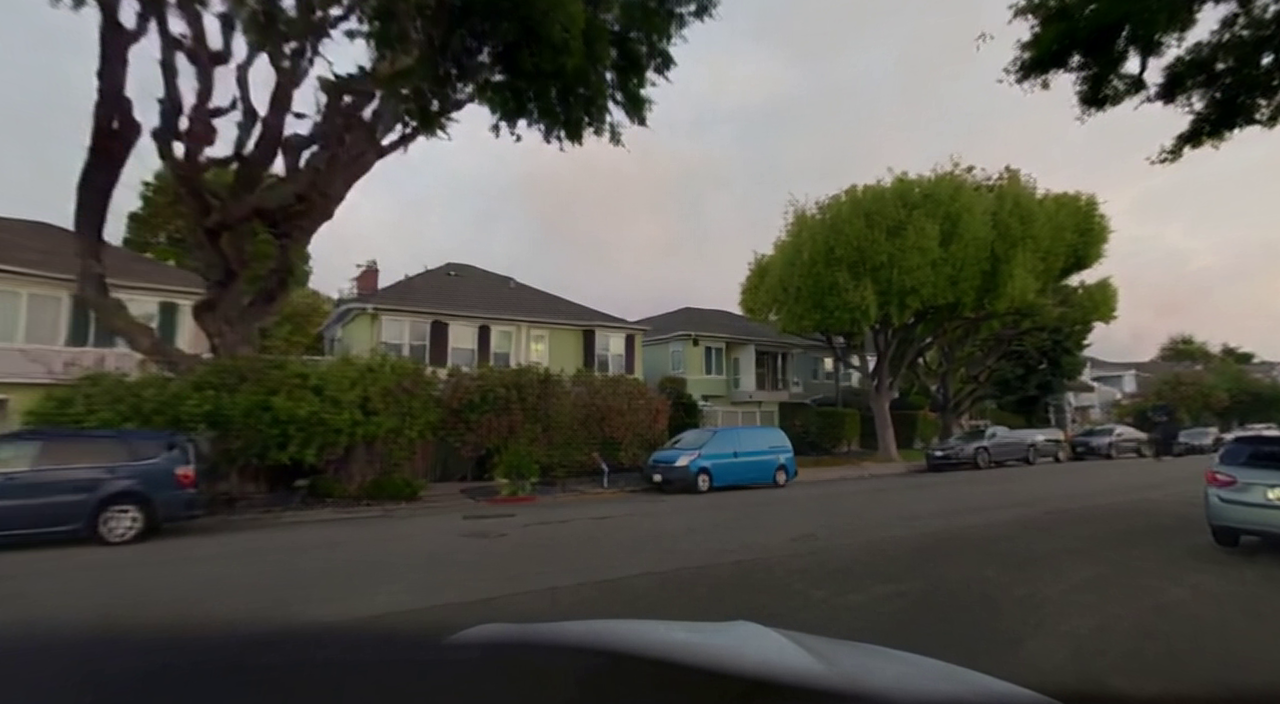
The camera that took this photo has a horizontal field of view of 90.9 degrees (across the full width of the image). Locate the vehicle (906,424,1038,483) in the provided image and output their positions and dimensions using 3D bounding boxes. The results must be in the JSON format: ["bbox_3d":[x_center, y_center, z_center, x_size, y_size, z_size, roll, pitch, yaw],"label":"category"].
[{"bbox_3d":[9.962,2.956,18.837,3.785,1.488,1.828,3,-6,-34],"label":"vehicle"}]

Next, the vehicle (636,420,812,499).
[{"bbox_3d":[1.890,2.308,13.952,3.513,1.507,1.798,5,-8,-33],"label":"vehicle"}]

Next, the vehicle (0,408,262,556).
[{"bbox_3d":[-7.006,1.487,7.659,3.746,1.518,1.845,8,-8,-40],"label":"vehicle"}]

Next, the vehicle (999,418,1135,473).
[{"bbox_3d":[14.756,3.199,21.719,4.428,1.670,1.872,3,-12,-29],"label":"vehicle"}]

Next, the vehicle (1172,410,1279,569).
[{"bbox_3d":[8.008,1.440,6.982,4.226,1.507,2.008,5,-9,-34],"label":"vehicle"}]
